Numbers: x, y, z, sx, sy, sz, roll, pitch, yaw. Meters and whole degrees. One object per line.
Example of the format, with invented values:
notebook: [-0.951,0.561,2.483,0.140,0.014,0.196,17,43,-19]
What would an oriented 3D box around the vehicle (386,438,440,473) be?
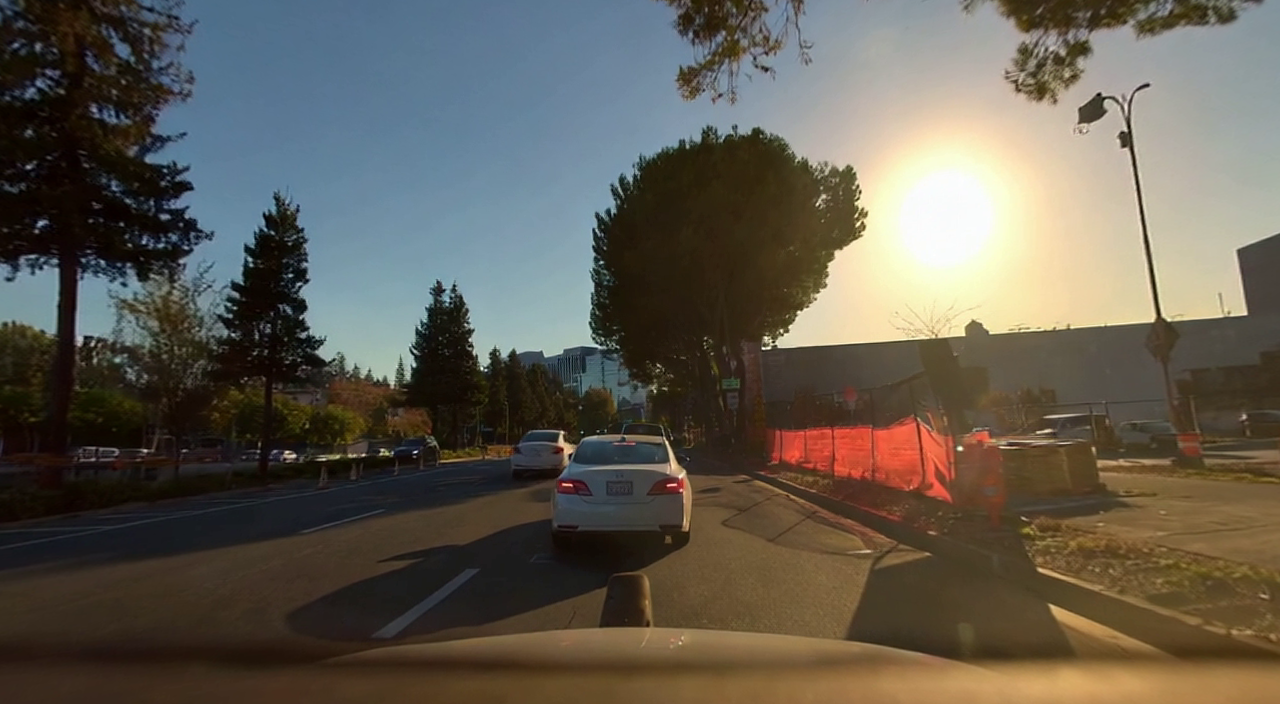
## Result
vehicle: [-10.458,4.690,28.843,2.072,1.465,4.394,3,-9,-22]

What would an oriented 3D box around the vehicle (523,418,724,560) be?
vehicle: [-0.183,1.750,8.736,2.112,1.482,4.076,0,-8,0]
